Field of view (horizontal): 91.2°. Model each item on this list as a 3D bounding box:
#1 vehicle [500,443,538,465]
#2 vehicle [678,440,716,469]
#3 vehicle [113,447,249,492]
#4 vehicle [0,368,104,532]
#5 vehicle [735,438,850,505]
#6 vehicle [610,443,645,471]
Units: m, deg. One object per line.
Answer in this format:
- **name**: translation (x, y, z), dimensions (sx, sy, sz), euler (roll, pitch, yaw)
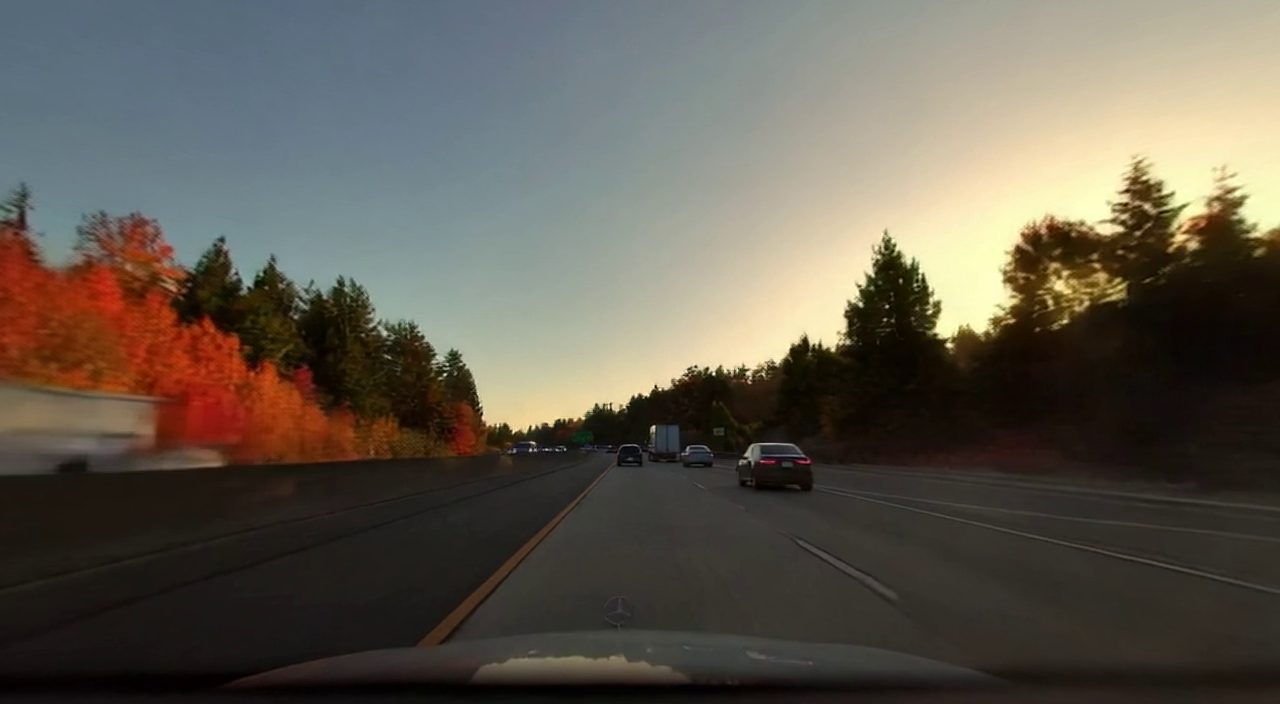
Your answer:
- **vehicle**: translation (-8.852, 7.499, 46.312), dimensions (1.918, 1.511, 4.549), euler (0, -9, 0)
- **vehicle**: translation (3.652, 6.687, 40.941), dimensions (1.982, 1.745, 4.151), euler (0, -9, -1)
- **vehicle**: translation (-13.205, 3.367, 18.265), dimensions (1.642, 1.108, 3.052), euler (-2, -8, 0)
- **vehicle**: translation (-8.759, 0.987, 6.212), dimensions (2.244, 1.935, 5.210), euler (0, -9, 0)
- **vehicle**: translation (3.810, 3.057, 16.423), dimensions (1.968, 1.513, 3.911), euler (0, -9, 0)
- **vehicle**: translation (-0.828, 6.757, 40.647), dimensions (2.151, 1.693, 4.201), euler (0, -9, -1)
